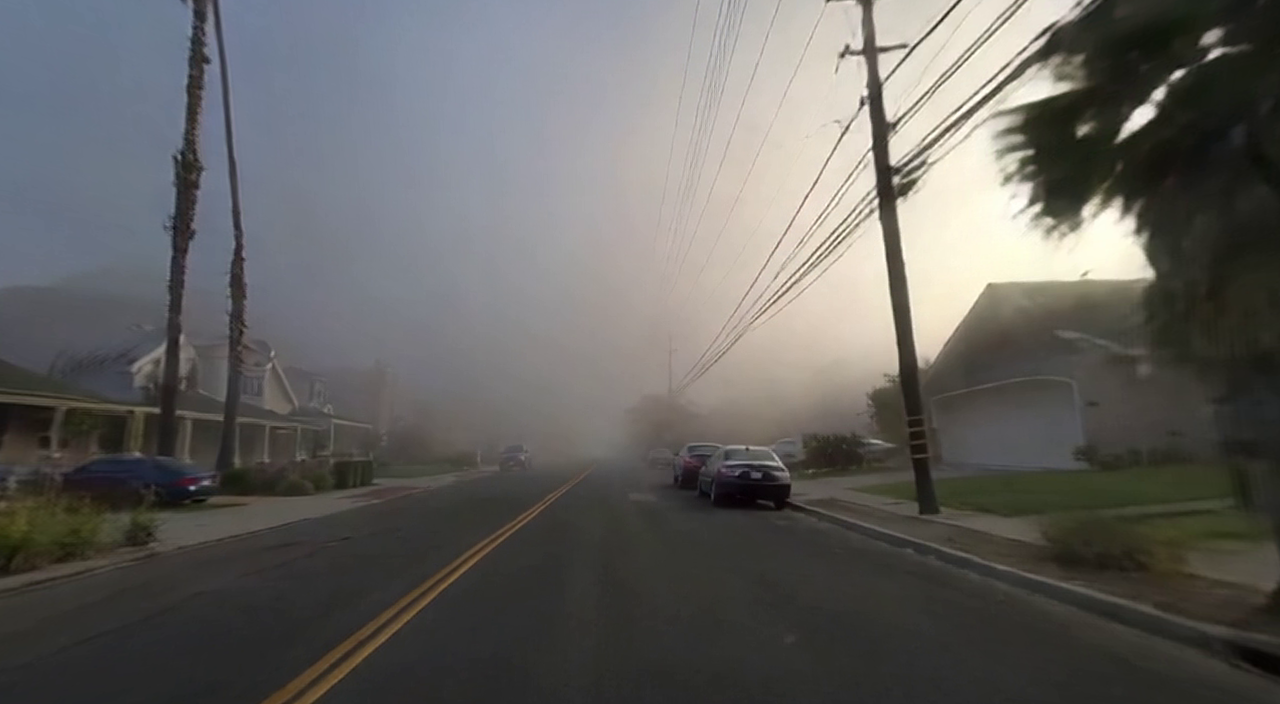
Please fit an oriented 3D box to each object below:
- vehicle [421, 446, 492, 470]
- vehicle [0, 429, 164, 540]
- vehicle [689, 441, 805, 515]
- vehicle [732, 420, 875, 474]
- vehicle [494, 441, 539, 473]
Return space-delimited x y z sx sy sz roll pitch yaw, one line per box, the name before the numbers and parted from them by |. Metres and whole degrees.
vehicle | -13.515 7.838 46.747 4.529 1.677 2.204 0 -8 -2
vehicle | -12.157 2.450 12.121 4.469 1.883 2.044 -1 -8 5
vehicle | 2.335 2.859 14.855 1.870 1.490 3.802 0 -8 -3
vehicle | 7.410 4.389 29.293 5.900 2.328 2.603 0 -8 2
vehicle | -8.194 7.076 42.279 2.156 1.932 4.518 -2 -11 -1
